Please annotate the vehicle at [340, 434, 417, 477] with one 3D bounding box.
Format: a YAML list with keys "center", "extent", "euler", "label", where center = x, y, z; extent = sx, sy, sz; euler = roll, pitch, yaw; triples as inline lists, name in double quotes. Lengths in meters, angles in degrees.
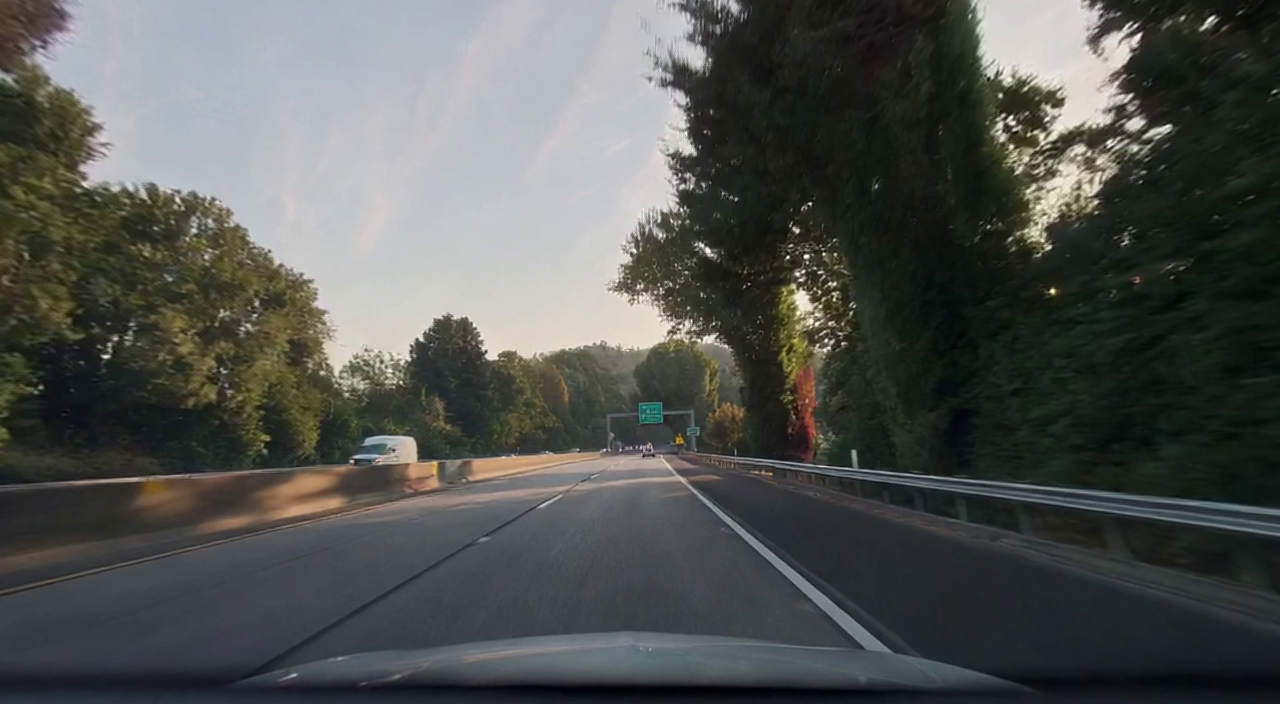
- center: [-17.271, 6.869, 42.067]
  extent: [2.295, 2.600, 6.283]
  euler: [0, -9, 1]
  label: "vehicle"
